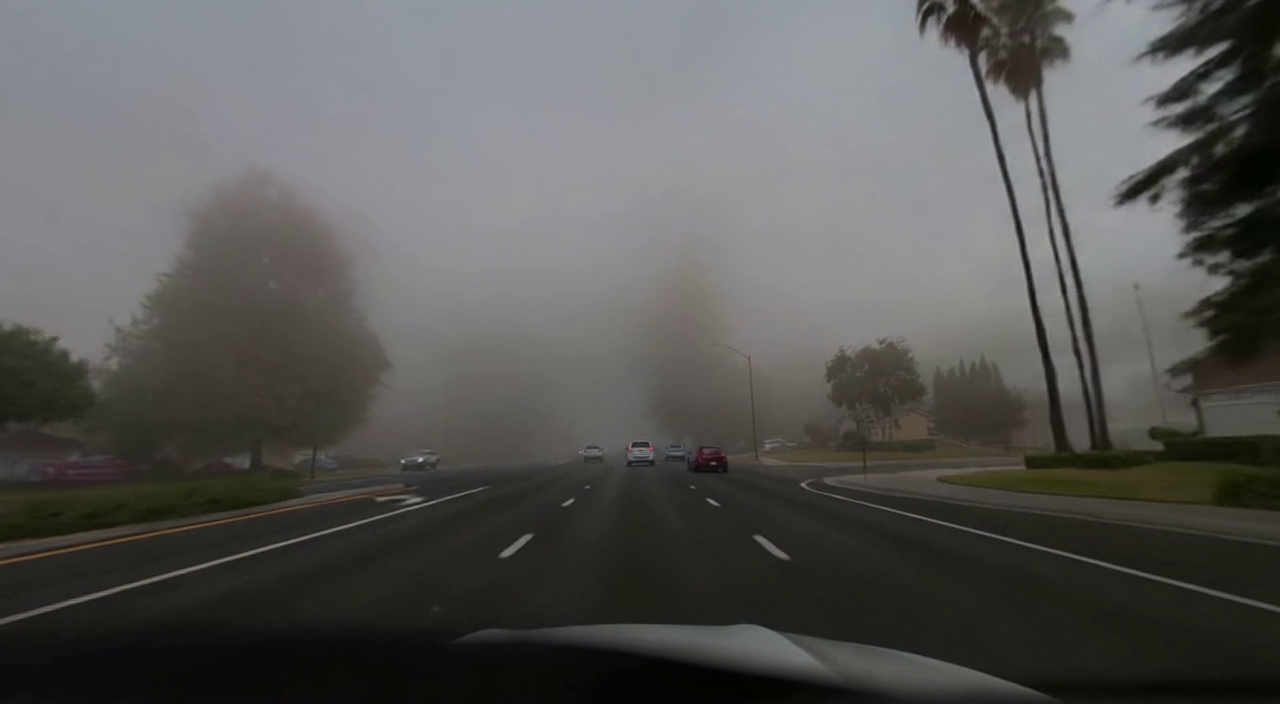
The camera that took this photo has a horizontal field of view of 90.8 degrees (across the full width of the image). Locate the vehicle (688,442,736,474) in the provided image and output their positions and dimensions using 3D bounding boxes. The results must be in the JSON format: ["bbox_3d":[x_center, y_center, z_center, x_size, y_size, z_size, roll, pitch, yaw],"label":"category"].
[{"bbox_3d":[3.482,5.172,31.189,1.830,1.451,4.009,0,-8,-1],"label":"vehicle"}]

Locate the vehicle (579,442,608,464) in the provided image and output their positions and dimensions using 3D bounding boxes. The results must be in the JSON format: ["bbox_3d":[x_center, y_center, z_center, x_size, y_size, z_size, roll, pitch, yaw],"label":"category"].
[{"bbox_3d":[-3.597,7.861,49.248,2.000,1.569,3.794,0,-8,0],"label":"vehicle"}]

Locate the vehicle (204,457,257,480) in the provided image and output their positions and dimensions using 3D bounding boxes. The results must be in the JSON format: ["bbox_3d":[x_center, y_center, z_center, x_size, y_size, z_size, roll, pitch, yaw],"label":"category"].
[{"bbox_3d":[-29.179,8.258,44.967,4.771,1.479,1.888,-8,-11,42],"label":"vehicle"}]

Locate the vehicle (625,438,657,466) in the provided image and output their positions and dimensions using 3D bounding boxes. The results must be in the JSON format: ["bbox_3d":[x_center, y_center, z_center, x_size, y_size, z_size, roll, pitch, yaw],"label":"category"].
[{"bbox_3d":[0.053,6.800,43.084,2.043,1.734,4.253,0,-8,-1],"label":"vehicle"}]
